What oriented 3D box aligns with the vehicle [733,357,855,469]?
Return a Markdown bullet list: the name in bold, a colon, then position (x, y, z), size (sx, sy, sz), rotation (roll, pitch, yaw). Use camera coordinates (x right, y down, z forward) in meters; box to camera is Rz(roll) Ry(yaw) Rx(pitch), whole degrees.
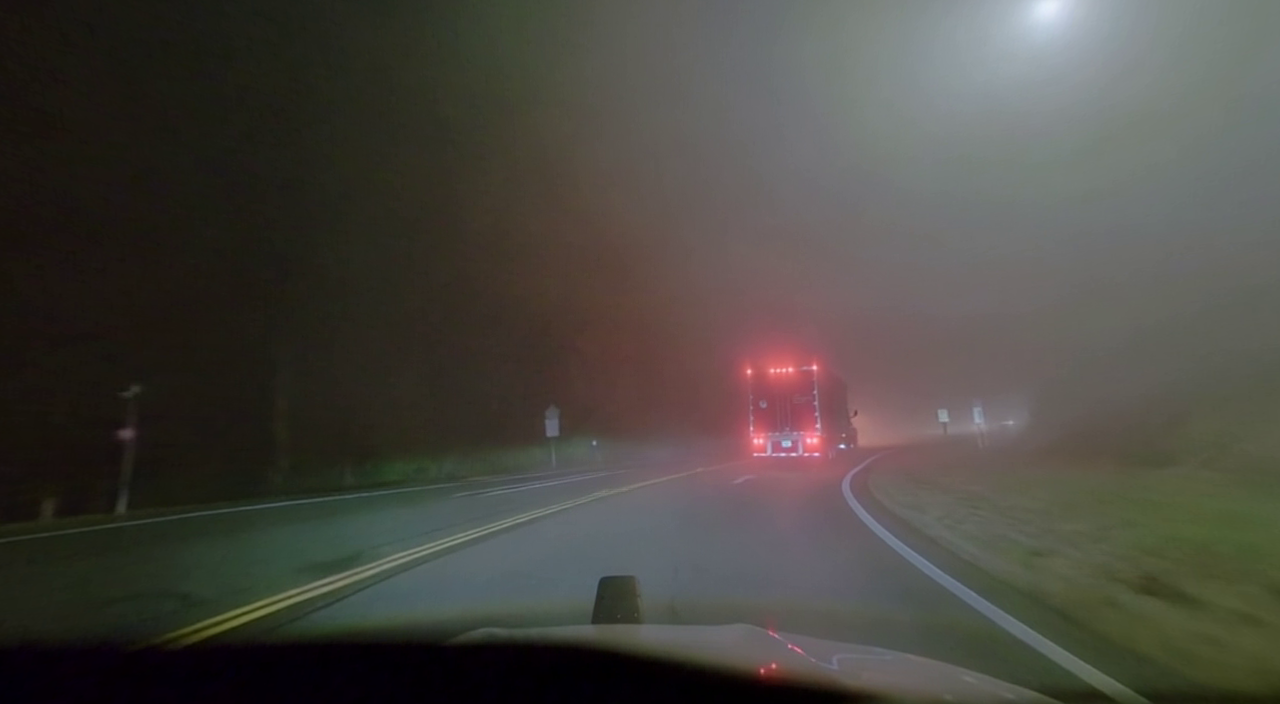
- **vehicle**: position (6.800, 2.724, 26.192), size (2.837, 3.712, 10.484), rotation (-4, -8, 24)
